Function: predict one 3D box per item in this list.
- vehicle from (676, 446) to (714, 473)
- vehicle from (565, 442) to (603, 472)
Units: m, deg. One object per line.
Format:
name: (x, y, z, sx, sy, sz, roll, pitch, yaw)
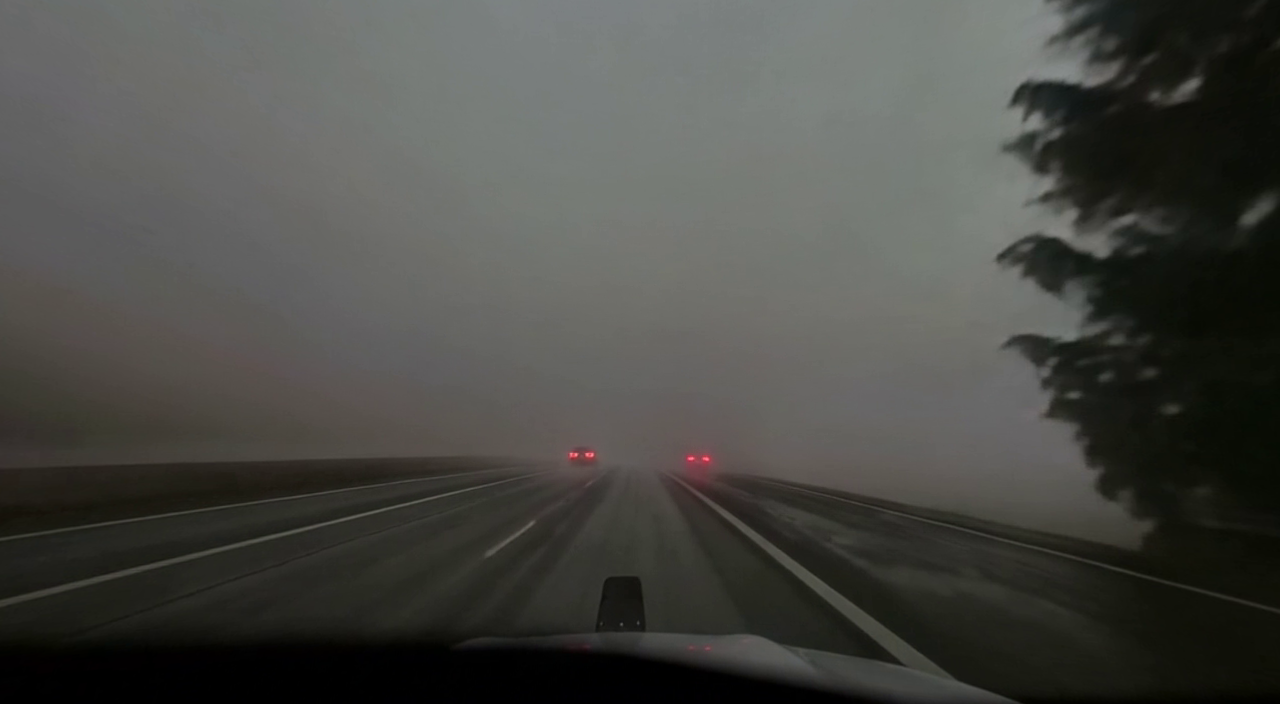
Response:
vehicle: (3.742, 7.421, 43.654, 2.133, 1.746, 4.511, 0, -9, -1)
vehicle: (-4.012, 7.671, 46.166, 2.278, 2.054, 4.498, 0, -9, 1)
